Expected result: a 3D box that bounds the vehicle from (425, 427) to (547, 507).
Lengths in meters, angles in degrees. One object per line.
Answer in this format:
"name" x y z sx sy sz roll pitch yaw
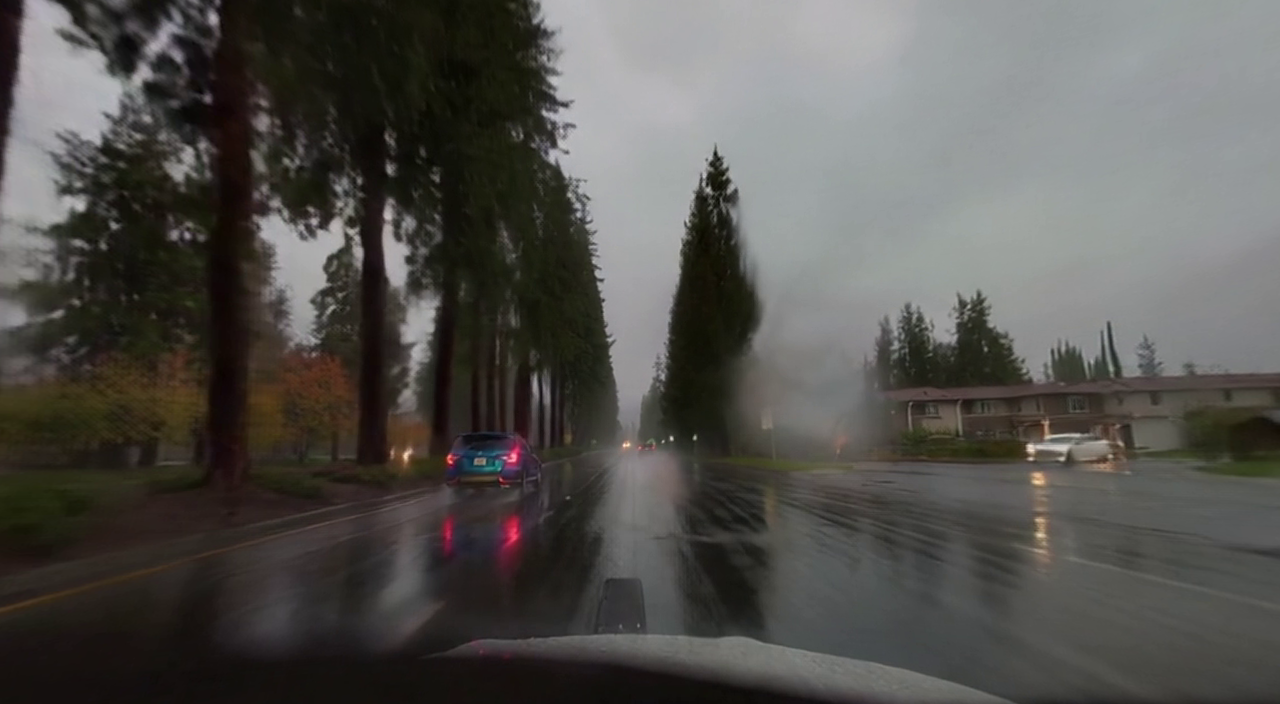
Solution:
"vehicle" -3.758 2.884 16.281 2.078 1.748 4.279 0 -8 0
